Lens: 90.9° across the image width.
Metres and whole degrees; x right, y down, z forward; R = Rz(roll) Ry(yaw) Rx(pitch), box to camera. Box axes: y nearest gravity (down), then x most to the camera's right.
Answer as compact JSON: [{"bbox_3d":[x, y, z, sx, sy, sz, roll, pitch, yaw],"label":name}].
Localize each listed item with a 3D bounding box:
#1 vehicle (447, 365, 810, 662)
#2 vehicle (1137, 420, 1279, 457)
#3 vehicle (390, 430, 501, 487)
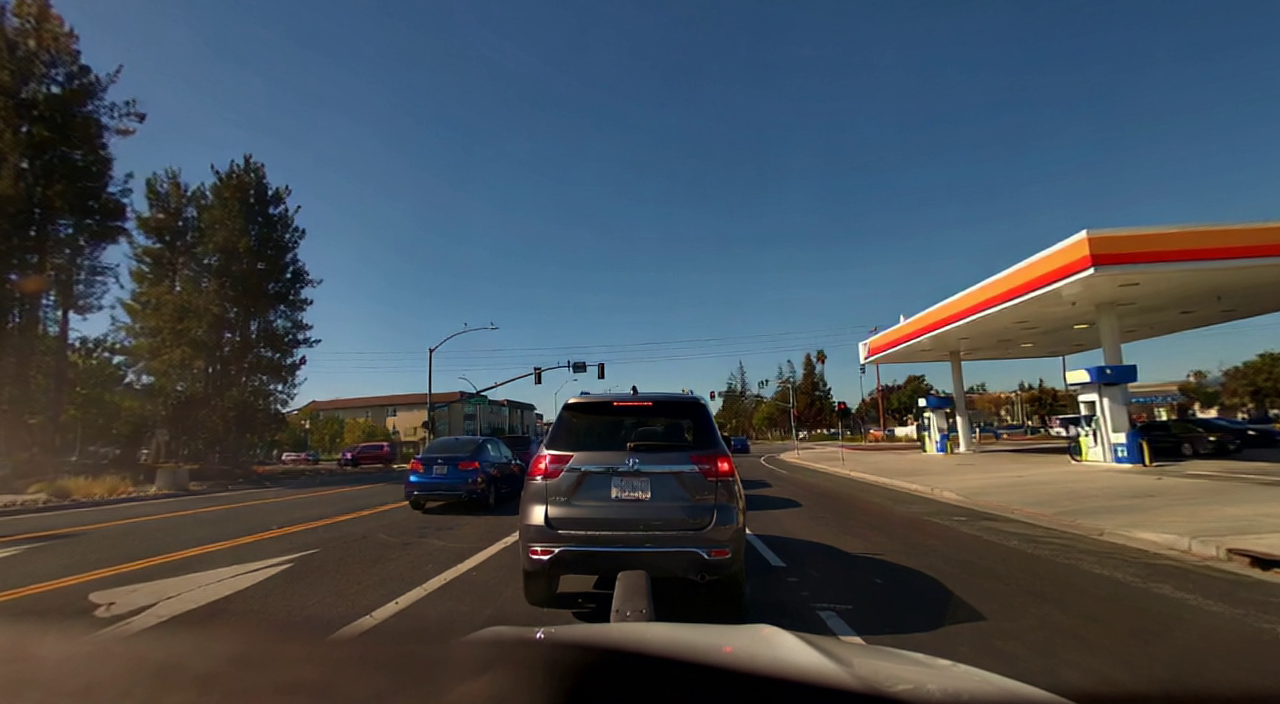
[{"bbox_3d":[0.011,1.318,6.135,2.236,1.819,4.291,-1,-9,3],"label":"vehicle"},{"bbox_3d":[25.940,3.968,28.786,4.551,1.616,1.973,-2,-9,11],"label":"vehicle"},{"bbox_3d":[-6.650,3.706,22.182,2.065,1.753,4.525,-1,-9,6],"label":"vehicle"}]
